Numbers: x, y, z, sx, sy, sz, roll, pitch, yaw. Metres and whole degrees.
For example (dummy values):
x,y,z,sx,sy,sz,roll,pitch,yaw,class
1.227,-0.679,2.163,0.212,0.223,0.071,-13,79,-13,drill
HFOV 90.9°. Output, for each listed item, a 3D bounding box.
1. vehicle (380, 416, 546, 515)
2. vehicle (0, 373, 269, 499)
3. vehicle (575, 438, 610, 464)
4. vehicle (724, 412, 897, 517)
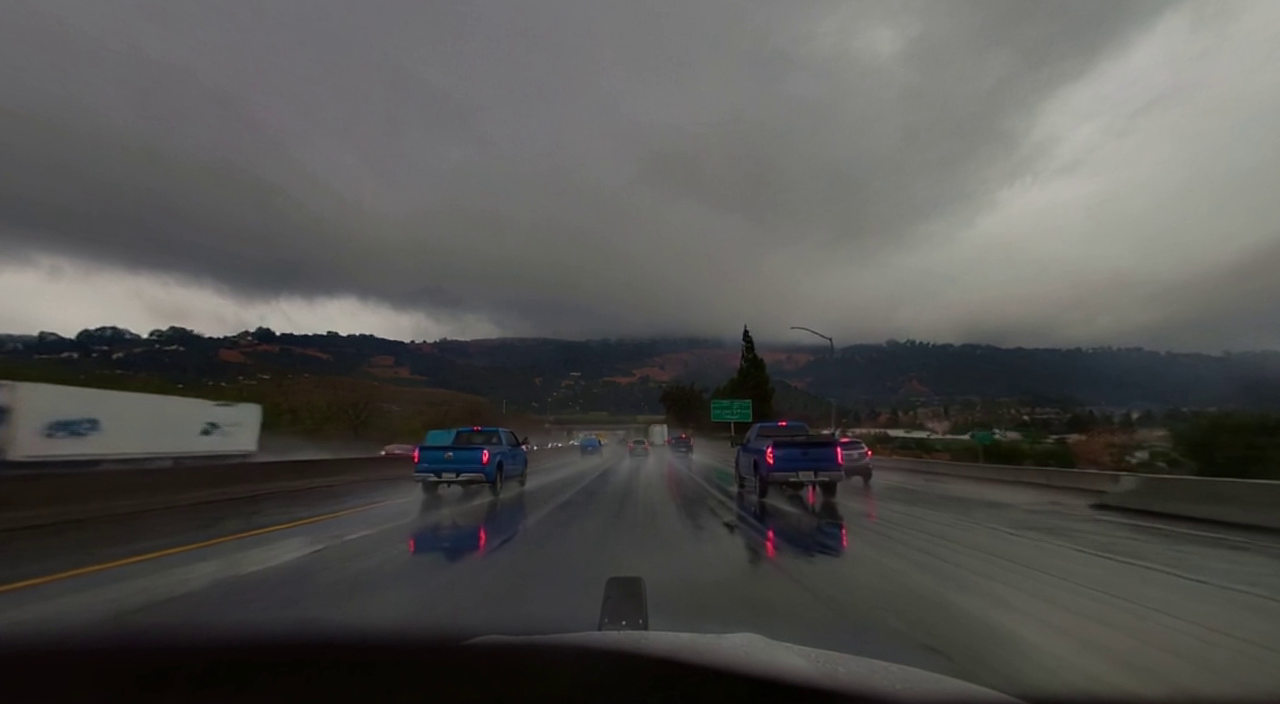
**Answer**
x,y,z,sx,sy,sz,roll,pitch,yaw,class
-3.747,2.530,14.599,2.227,1.853,5.161,0,-8,1,vehicle
-24.330,4.189,30.421,2.923,4.450,16.456,-1,-9,0,vehicle
-3.441,7.275,46.642,2.235,1.785,4.386,0,-8,1,vehicle
3.594,2.530,14.761,2.424,1.952,5.611,0,-8,-1,vehicle
